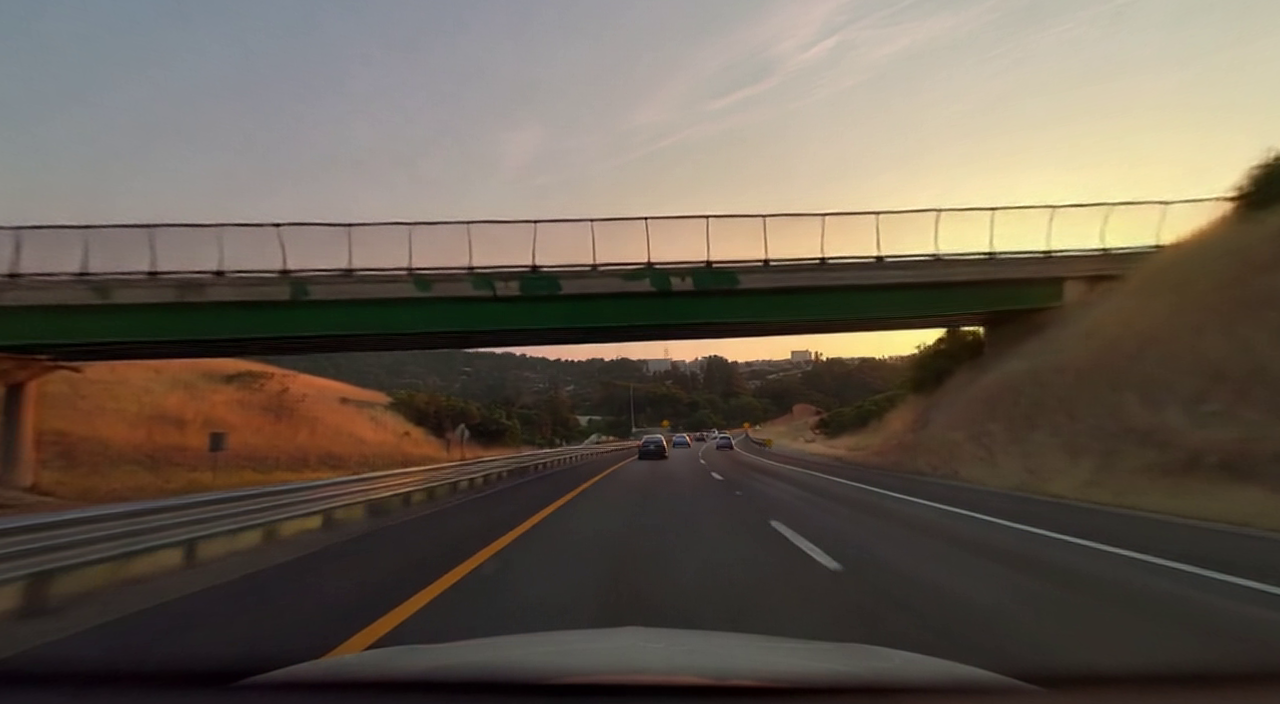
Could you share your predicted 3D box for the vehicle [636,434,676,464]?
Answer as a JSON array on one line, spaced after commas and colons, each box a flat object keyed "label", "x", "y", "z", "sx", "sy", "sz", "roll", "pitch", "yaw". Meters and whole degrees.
[{"label": "vehicle", "x": 0.903, "y": 5.186, "z": 33.828, "sx": 1.993, "sy": 1.461, "sz": 3.812, "roll": -1, "pitch": -8, "yaw": 3}]
